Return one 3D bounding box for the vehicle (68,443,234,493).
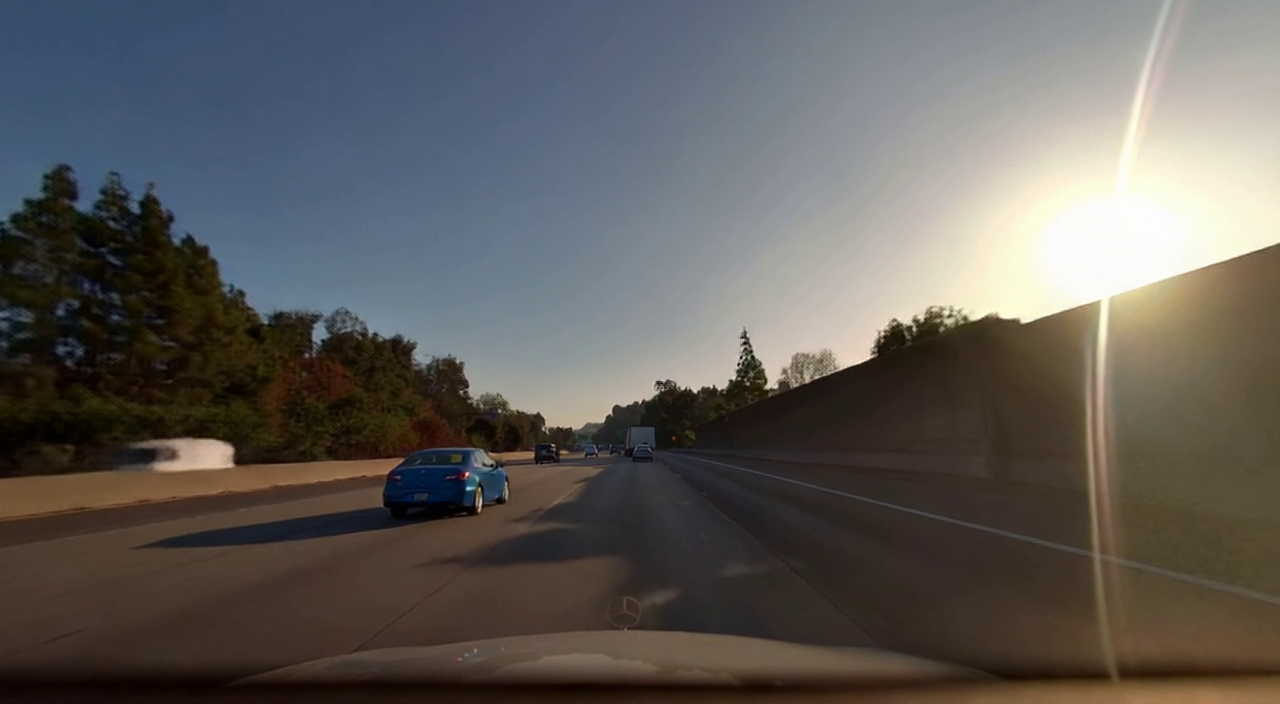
[{"bbox_3d":[-17.247,4.092,22.615,2.064,1.581,4.791,0,-8,1],"label":"vehicle"}]

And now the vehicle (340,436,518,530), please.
[{"bbox_3d":[-3.842,2.449,12.420,2.000,1.512,4.371,0,-9,0],"label":"vehicle"}]

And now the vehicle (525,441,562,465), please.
[{"bbox_3d":[-7.438,7.792,48.865,2.068,1.757,4.611,0,-8,1],"label":"vehicle"}]

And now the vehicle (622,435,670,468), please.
[{"bbox_3d":[0.315,6.380,40.566,2.856,1.994,4.931,0,-8,-1],"label":"vehicle"}]
